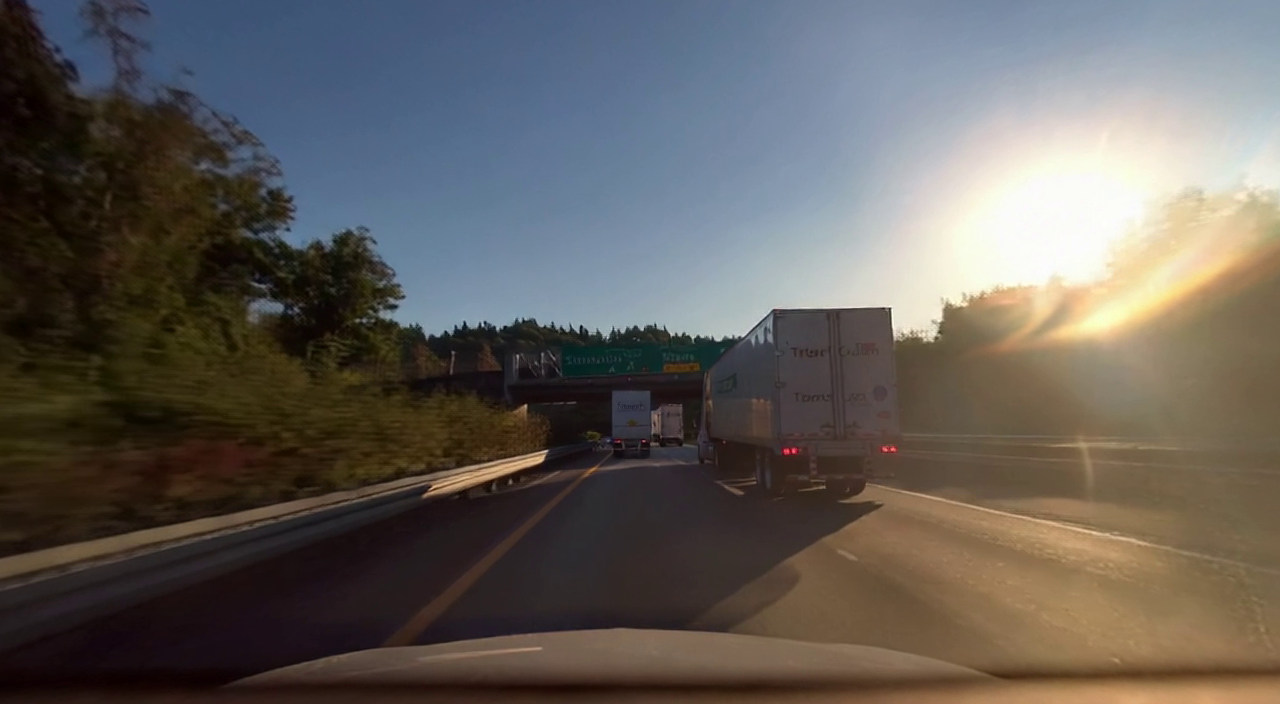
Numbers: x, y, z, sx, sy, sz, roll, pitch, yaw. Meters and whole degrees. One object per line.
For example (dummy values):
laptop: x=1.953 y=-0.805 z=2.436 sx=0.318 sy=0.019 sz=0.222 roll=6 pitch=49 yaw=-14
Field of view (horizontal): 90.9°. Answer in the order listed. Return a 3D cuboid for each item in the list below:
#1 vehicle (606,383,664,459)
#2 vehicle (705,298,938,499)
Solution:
vehicle: x=-0.350 y=4.264 z=37.700 sx=2.958 sy=3.917 sz=10.196 roll=0 pitch=-8 yaw=-1
vehicle: x=4.453 y=1.891 z=20.222 sx=2.856 sy=4.145 sz=14.500 roll=0 pitch=-8 yaw=-1
